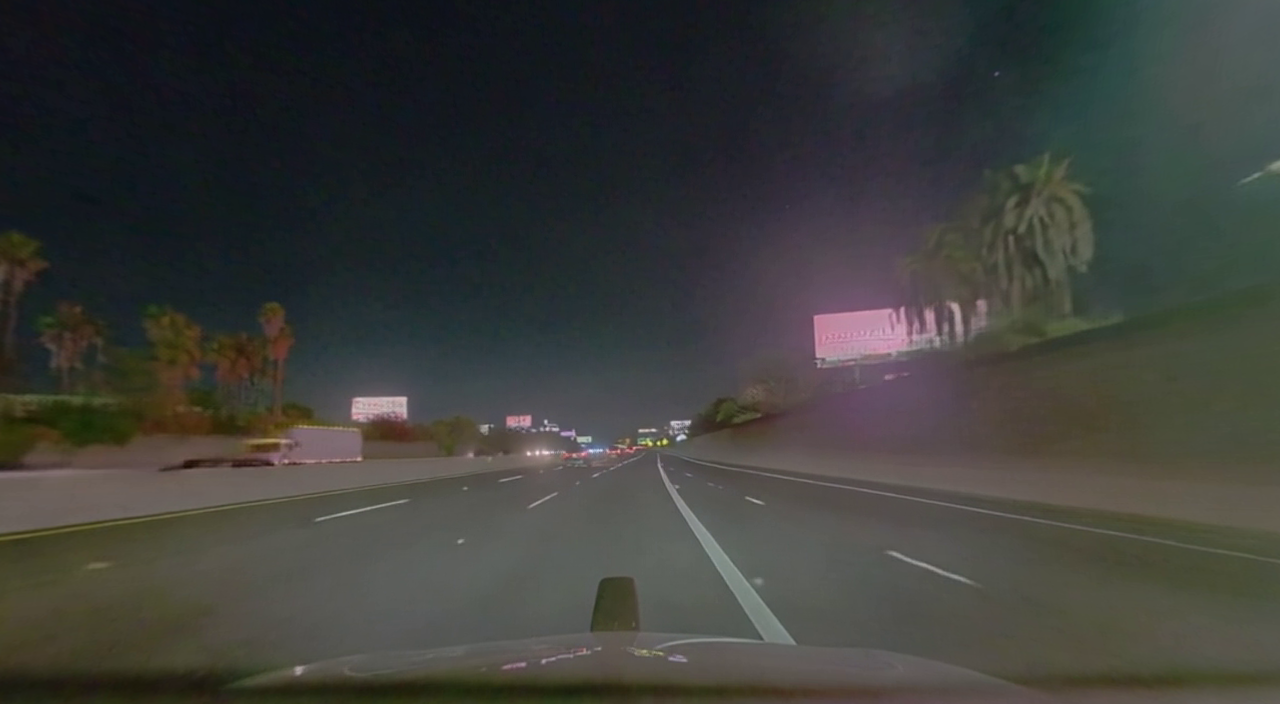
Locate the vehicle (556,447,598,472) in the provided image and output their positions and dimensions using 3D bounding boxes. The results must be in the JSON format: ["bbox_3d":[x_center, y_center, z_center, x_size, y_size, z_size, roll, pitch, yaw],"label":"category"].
[{"bbox_3d":[-3.988,6.909,40.863,2.078,1.457,4.648,0,-8,2],"label":"vehicle"}]

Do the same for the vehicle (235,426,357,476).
[{"bbox_3d":[-25.593,7.453,47.989,3.232,3.343,10.548,0,-9,1],"label":"vehicle"}]

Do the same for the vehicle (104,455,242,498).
[{"bbox_3d":[-18.522,4.920,25.394,1.890,1.462,4.754,0,-9,1],"label":"vehicle"}]
